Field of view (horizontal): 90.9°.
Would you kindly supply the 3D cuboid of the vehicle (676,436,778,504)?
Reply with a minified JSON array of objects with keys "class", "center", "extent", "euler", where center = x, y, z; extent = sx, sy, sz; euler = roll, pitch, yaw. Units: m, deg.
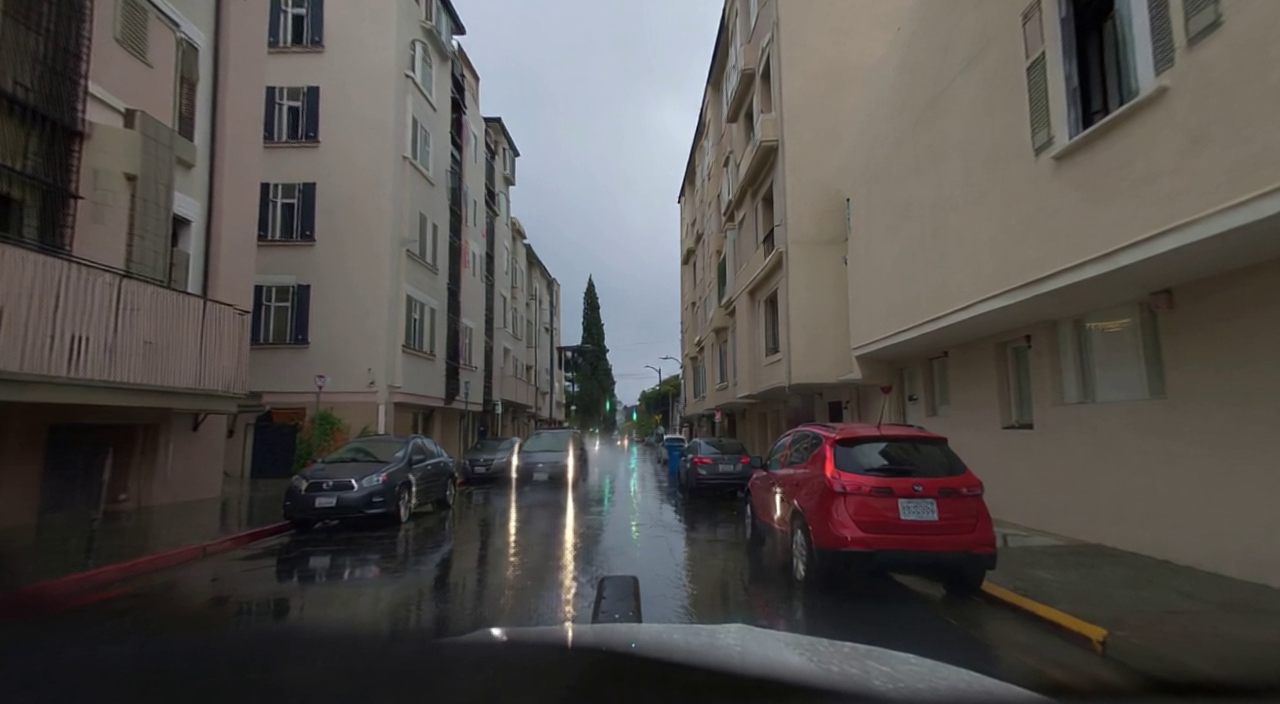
[{"class":"vehicle","center":[2.005,2.838,15.757],"extent":[1.786,1.447,4.314],"euler":[0,-8,-2]}]

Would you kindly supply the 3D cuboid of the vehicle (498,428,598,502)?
[{"class":"vehicle","center":[-2.065,2.626,15.078],"extent":[1.845,1.544,3.388],"euler":[0,-8,1]}]

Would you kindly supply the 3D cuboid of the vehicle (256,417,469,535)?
[{"class":"vehicle","center":[-4.540,2.125,11.198],"extent":[1.883,1.499,4.426],"euler":[6,-10,-3]}]

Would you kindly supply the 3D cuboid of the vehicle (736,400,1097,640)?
[{"class":"vehicle","center":[2.266,1.454,6.487],"extent":[1.839,1.678,3.918],"euler":[0,-8,-2]}]
